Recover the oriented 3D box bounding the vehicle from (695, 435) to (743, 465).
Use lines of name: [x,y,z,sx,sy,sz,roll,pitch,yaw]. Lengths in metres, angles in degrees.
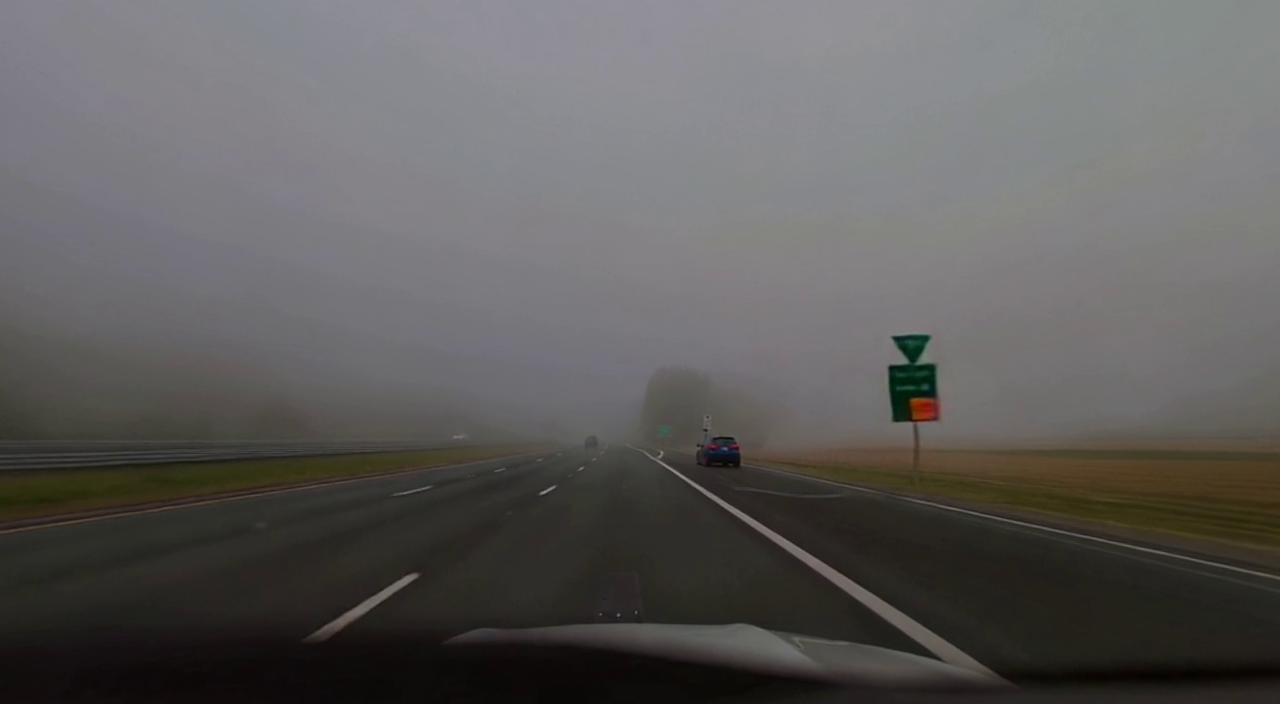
vehicle: [4.429,5.553,35.924,2.084,1.614,4.762,0,-8,-1]
